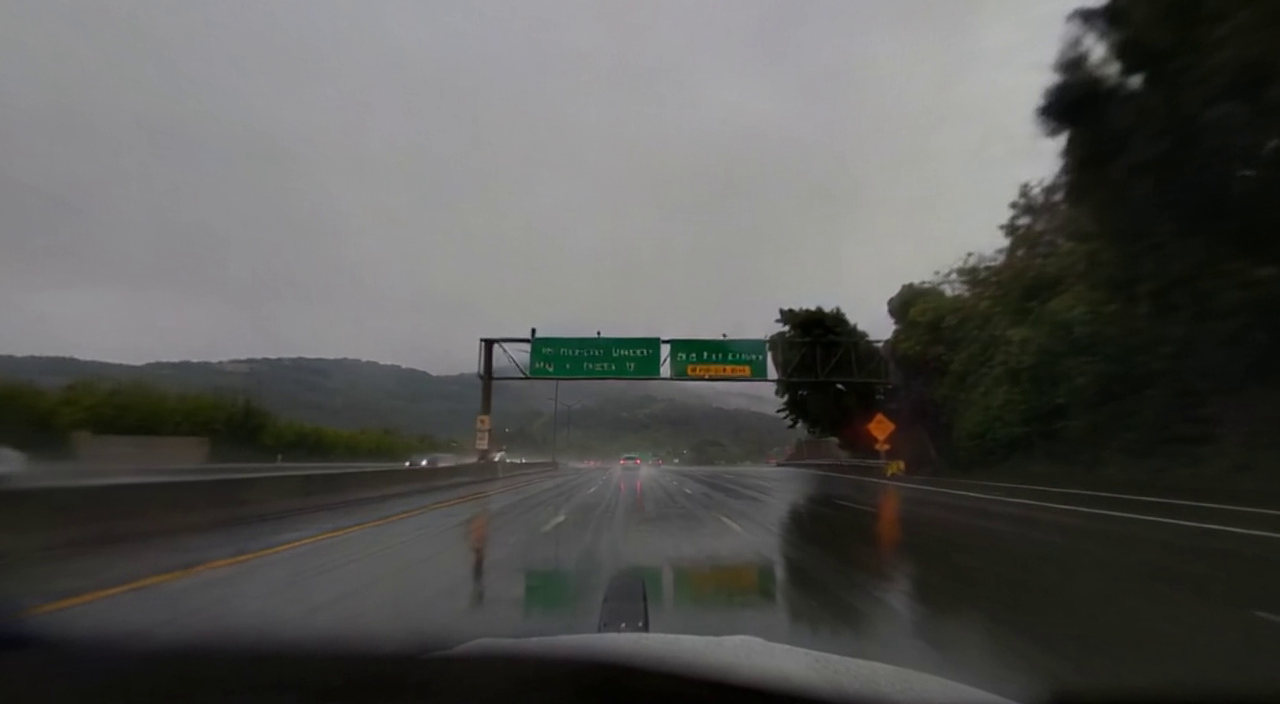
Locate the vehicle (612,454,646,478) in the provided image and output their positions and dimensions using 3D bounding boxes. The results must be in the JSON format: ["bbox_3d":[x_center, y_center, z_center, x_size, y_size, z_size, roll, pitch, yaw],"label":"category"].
[{"bbox_3d":[-0.783,7.605,42.202,2.193,1.497,4.337,0,-9,-2],"label":"vehicle"}]
